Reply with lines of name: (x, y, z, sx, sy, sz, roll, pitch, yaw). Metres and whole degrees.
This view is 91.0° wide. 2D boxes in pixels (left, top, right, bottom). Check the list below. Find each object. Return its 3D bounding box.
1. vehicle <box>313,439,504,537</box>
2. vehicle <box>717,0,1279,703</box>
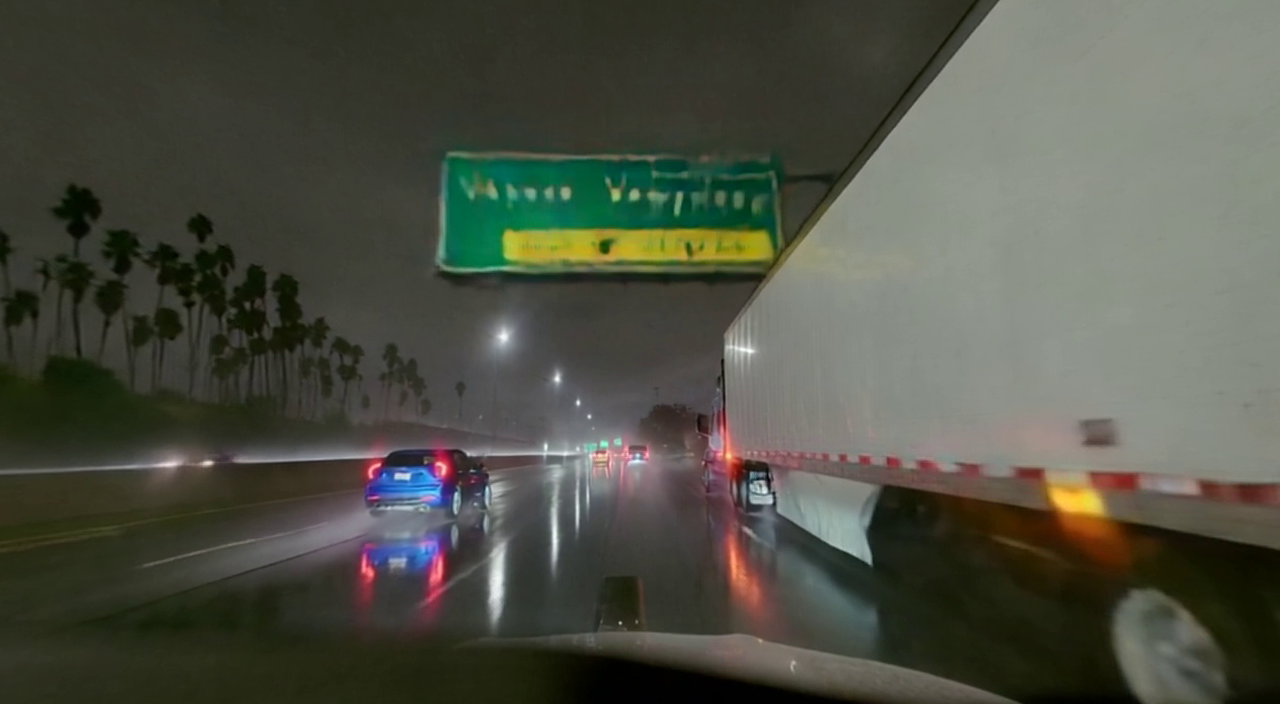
vehicle: (-4.153, 2.487, 12.167, 2.120, 1.537, 4.139, 0, -9, 0)
vehicle: (3.587, 0.468, 8.109, 2.891, 4.123, 16.415, 0, -9, -1)
